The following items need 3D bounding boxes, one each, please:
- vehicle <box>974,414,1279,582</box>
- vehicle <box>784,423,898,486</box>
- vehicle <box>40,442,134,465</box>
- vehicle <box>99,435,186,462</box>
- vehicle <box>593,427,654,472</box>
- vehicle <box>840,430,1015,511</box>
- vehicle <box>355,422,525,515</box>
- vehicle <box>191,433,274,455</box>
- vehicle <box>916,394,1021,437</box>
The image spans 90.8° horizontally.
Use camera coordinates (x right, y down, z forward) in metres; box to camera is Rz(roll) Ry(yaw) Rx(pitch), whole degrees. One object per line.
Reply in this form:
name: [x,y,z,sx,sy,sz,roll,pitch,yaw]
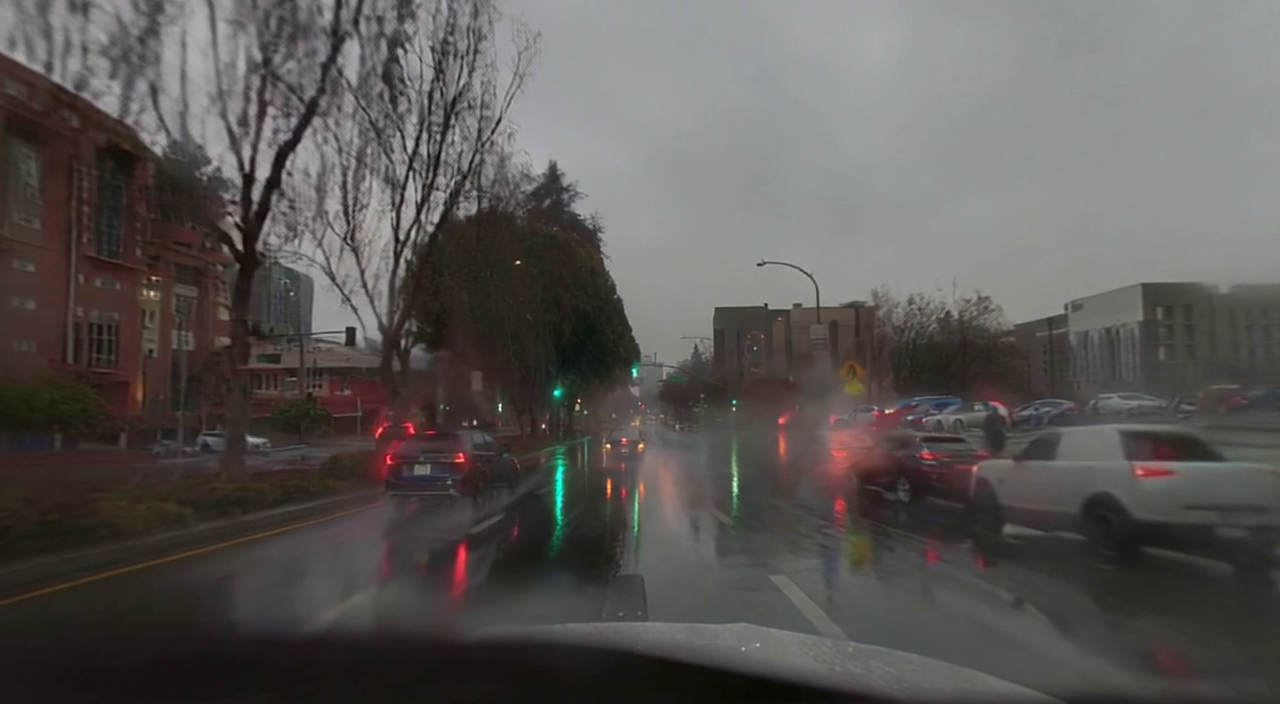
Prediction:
vehicle: [6.178,1.707,8.098,1.877,1.642,3.572,0,-8,2]
vehicle: [6.090,3.161,19.760,1.904,1.705,4.510,0,-8,-2]
vehicle: [-35.499,6.496,40.637,3.957,1.396,2.134,0,-9,0]
vehicle: [-34.993,6.822,44.477,4.698,1.833,1.887,-1,-8,7]
vehicle: [-0.544,3.621,23.581,2.082,1.520,3.896,0,-8,0]
vehicle: [6.069,2.531,13.964,1.959,1.513,4.104,0,-8,1]
vehicle: [-3.731,2.270,12.767,1.934,1.522,4.464,0,-8,1]
vehicle: [-28.192,6.372,43.791,4.453,1.471,1.921,-1,-8,4]
vehicle: [21.520,4.213,41.519,5.756,2.653,2.403,2,-9,-12]
